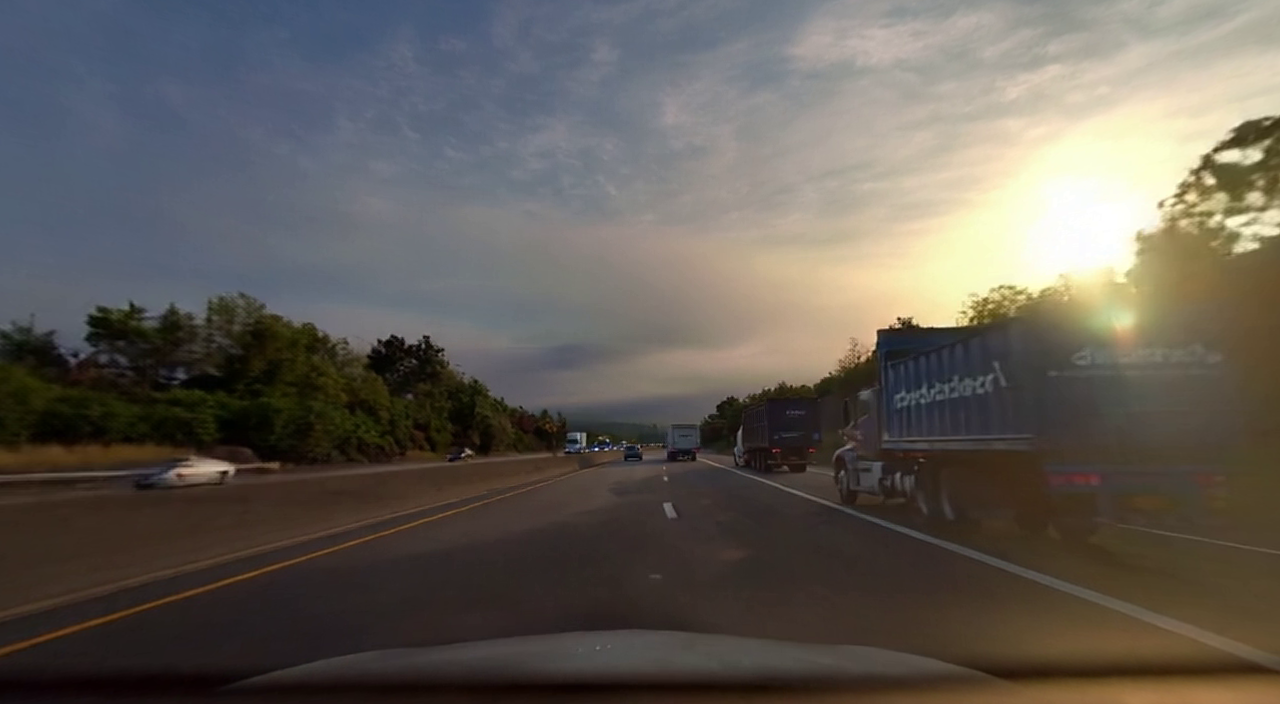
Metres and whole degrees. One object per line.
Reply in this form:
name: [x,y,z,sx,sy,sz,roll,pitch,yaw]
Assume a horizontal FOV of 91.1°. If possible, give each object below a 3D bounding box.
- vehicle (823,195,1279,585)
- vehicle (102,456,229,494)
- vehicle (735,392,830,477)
vehicle: [6.119,0.970,11.197,2.920,3.860,10.035,0,-8,1]
vehicle: [-21.748,5.624,29.108,2.271,1.456,4.482,-1,-8,3]
vehicle: [7.873,4.854,37.083,2.843,4.053,13.777,0,-8,2]
